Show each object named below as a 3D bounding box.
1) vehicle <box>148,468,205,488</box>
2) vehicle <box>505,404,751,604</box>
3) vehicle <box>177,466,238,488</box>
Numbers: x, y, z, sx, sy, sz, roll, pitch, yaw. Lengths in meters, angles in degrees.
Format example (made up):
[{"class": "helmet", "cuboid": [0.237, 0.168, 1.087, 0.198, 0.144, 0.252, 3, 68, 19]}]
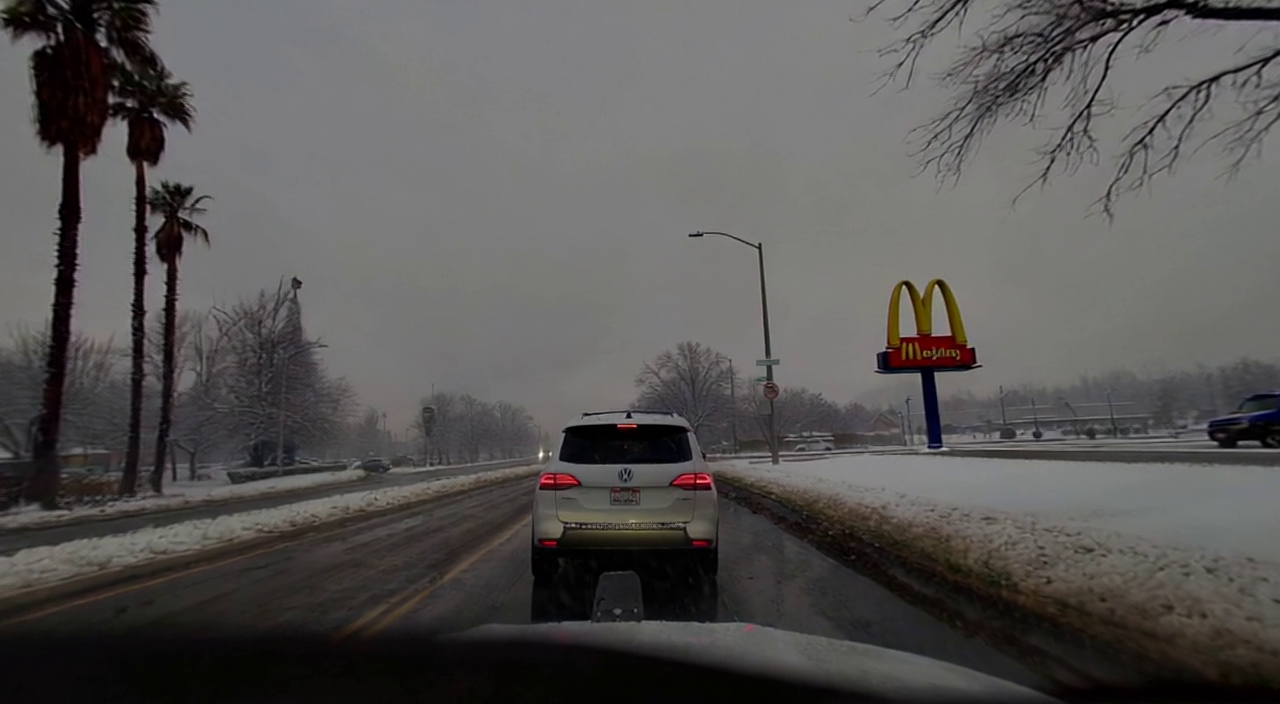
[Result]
[{"class": "vehicle", "cuboid": [-35.570, 9.666, 48.578, 1.641, 1.375, 3.640, 0, -9, 0]}, {"class": "vehicle", "cuboid": [-0.144, 1.622, 7.565, 2.137, 1.728, 3.926, 0, -9, -1]}, {"class": "vehicle", "cuboid": [-33.262, 9.604, 48.718, 1.792, 1.439, 3.952, -1, -9, 3]}]
